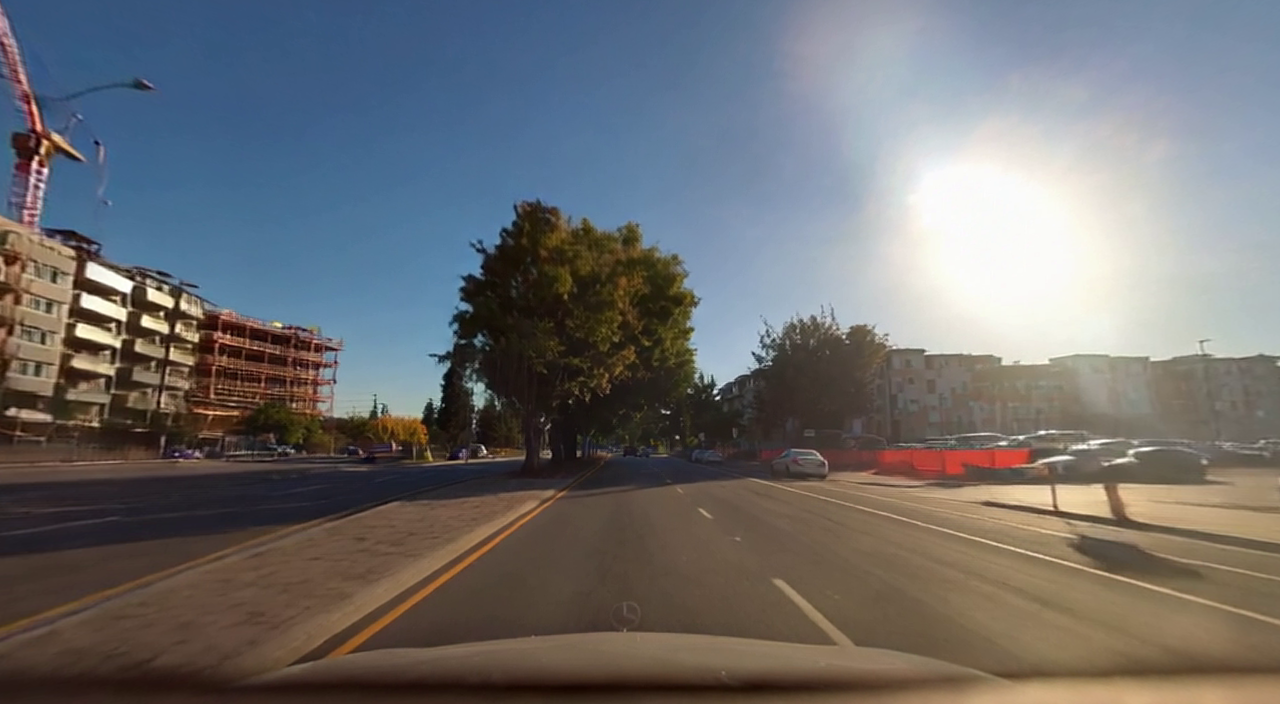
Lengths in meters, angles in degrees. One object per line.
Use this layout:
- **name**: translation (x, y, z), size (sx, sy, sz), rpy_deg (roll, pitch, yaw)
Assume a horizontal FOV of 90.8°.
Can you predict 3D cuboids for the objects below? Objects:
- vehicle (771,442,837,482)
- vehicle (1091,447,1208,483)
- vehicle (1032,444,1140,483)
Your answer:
- **vehicle**: translation (7.939, 5.316, 30.970), size (2.080, 1.706, 4.392), rpy_deg (3, -8, 0)
- **vehicle**: translation (23.871, 5.274, 29.822), size (1.786, 1.495, 4.183), rpy_deg (2, -8, -6)
- **vehicle**: translation (20.852, 5.182, 29.757), size (1.965, 1.690, 4.077), rpy_deg (0, -8, -2)
